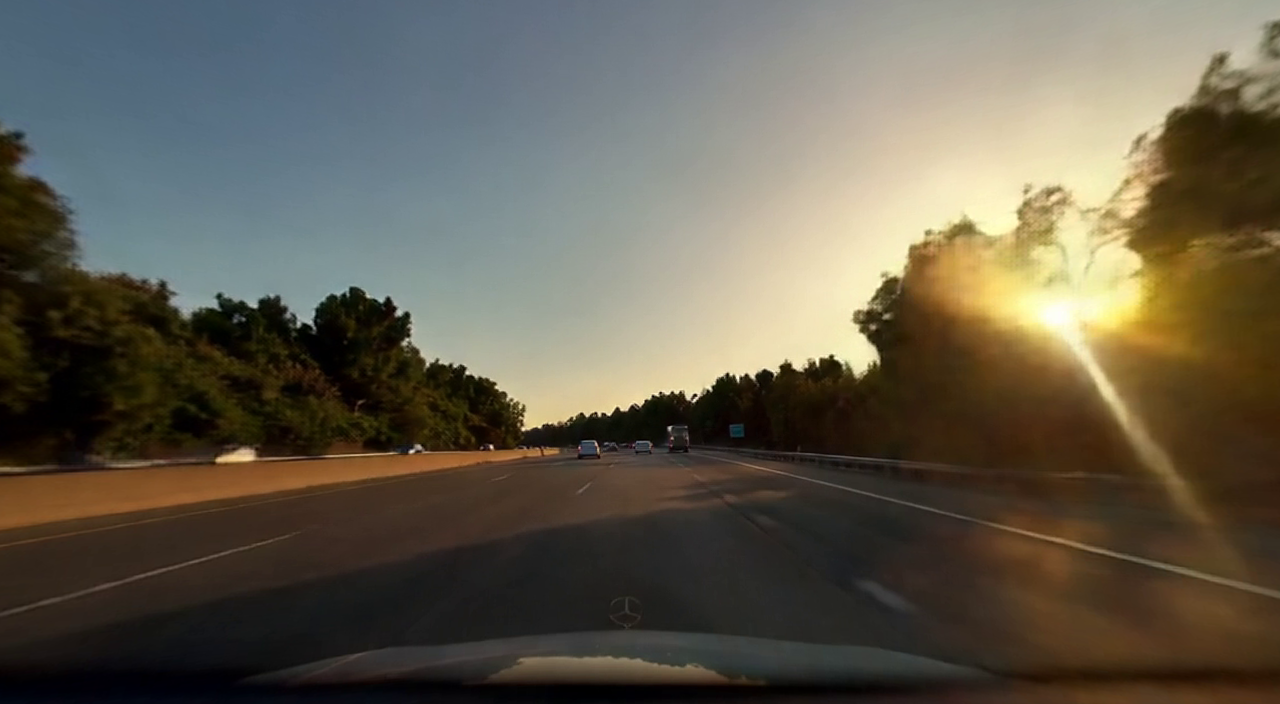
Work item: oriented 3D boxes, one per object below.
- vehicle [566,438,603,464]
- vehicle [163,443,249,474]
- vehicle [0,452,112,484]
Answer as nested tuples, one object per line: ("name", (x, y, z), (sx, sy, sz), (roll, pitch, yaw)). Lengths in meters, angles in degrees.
("vehicle", (-3.518, 6.362, 40.662), (2.025, 1.571, 3.662), (-1, -9, 1))
("vehicle", (-25.398, 6.234, 37.112), (1.883, 1.678, 4.440), (0, -9, 0))
("vehicle", (-29.498, 5.788, 31.828), (1.846, 1.449, 4.468), (0, -9, 0))
